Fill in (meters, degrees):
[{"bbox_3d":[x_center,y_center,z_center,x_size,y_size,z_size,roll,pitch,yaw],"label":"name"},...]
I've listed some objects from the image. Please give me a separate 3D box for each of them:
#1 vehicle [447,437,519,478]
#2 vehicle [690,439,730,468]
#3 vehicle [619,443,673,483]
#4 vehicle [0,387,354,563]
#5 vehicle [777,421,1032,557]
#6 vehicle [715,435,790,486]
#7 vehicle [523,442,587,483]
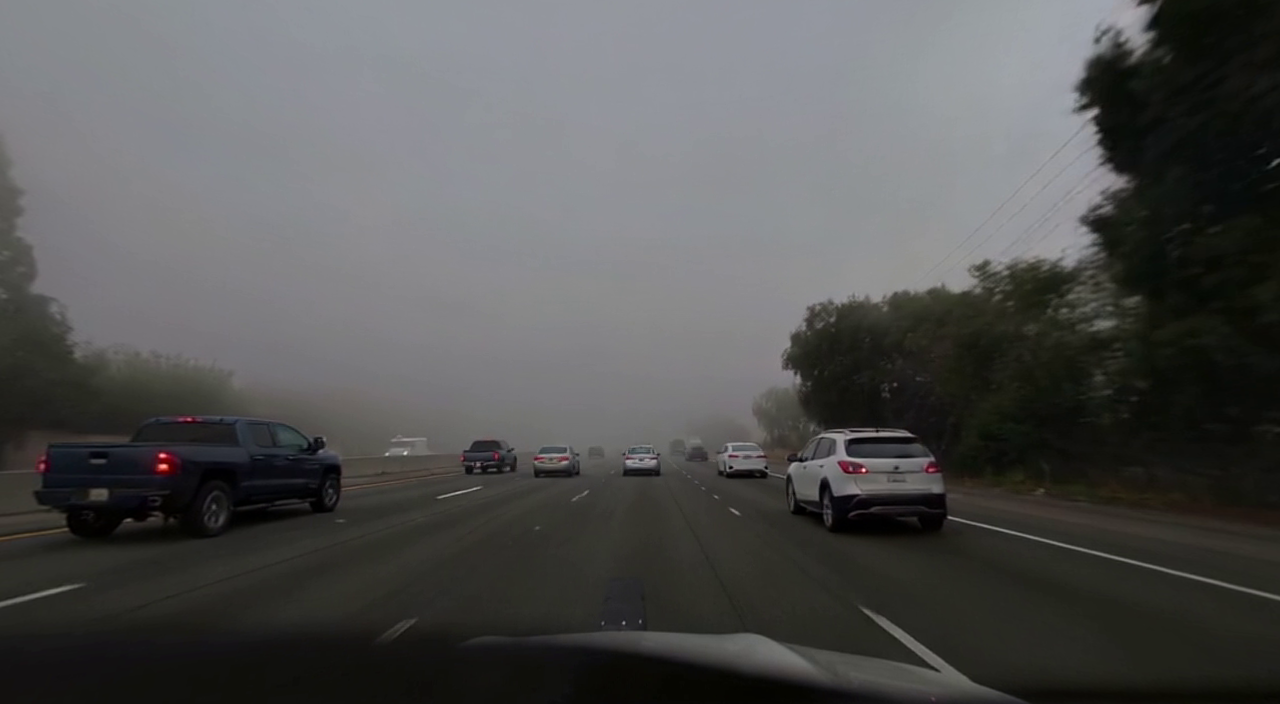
[{"bbox_3d":[-6.832,4.630,27.906,1.978,1.680,4.263,0,-8,1],"label":"vehicle"},{"bbox_3d":[4.593,6.717,41.806,2.195,1.778,4.455,0,-8,1],"label":"vehicle"},{"bbox_3d":[0.229,4.346,25.033,1.966,1.444,3.986,0,-8,0],"label":"vehicle"},{"bbox_3d":[-7.062,1.790,9.931,2.269,1.936,5.777,0,-8,1],"label":"vehicle"},{"bbox_3d":[3.633,1.958,9.730,2.051,1.595,4.301,0,-8,0],"label":"vehicle"},{"bbox_3d":[4.109,4.029,23.735,2.002,1.691,4.290,0,-8,0],"label":"vehicle"},{"bbox_3d":[-3.239,4.305,24.872,1.904,1.479,4.274,0,-9,1],"label":"vehicle"}]
